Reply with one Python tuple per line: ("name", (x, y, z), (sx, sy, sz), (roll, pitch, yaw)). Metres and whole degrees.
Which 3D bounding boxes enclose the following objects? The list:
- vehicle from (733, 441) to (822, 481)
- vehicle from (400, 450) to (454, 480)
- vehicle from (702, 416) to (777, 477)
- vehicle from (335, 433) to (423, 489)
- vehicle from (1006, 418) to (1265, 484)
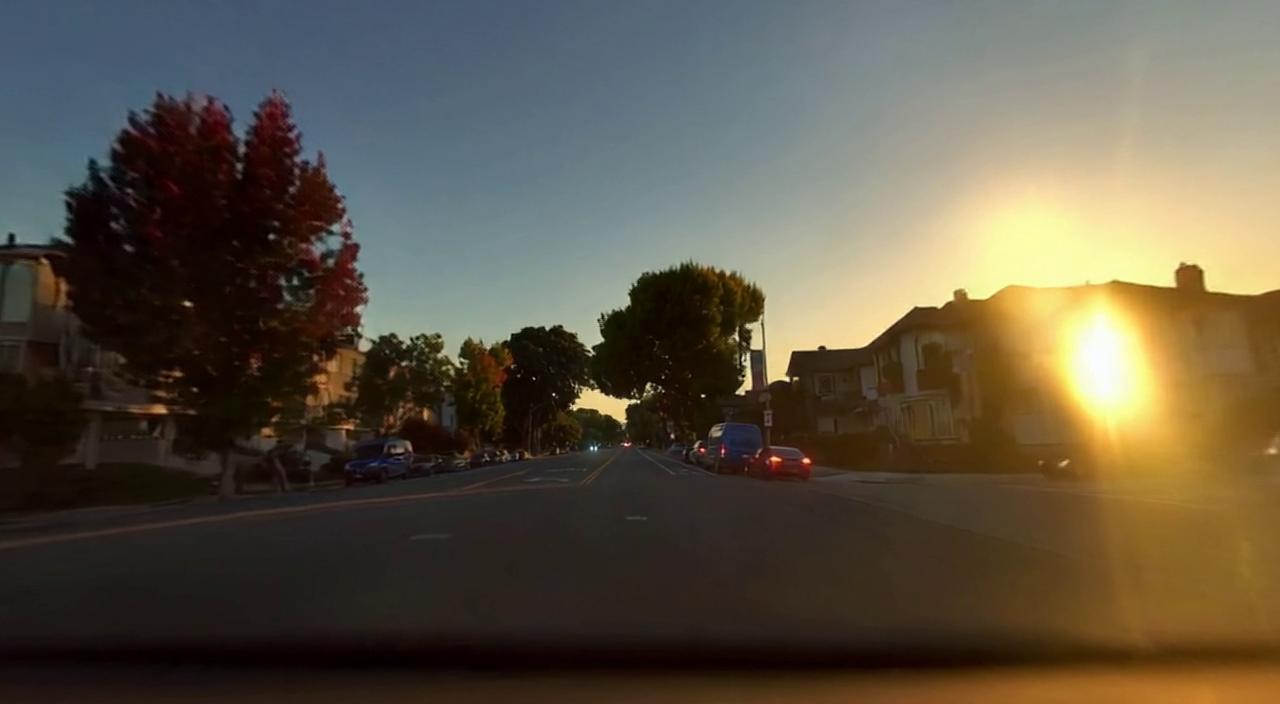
("vehicle", (5.440, 4.363, 25.597), (1.848, 1.468, 4.332), (2, -9, -12))
("vehicle", (-12.601, 6.676, 37.601), (1.892, 1.472, 4.523), (-3, -7, -3))
("vehicle", (4.698, 4.647, 31.083), (2.414, 2.670, 5.833), (1, -8, -3))
("vehicle", (-12.800, 5.303, 31.421), (2.164, 2.386, 5.460), (-2, -7, -1))
("vehicle", (15.106, 3.059, 19.623), (5.930, 1.907, 2.348), (0, -8, 2))
